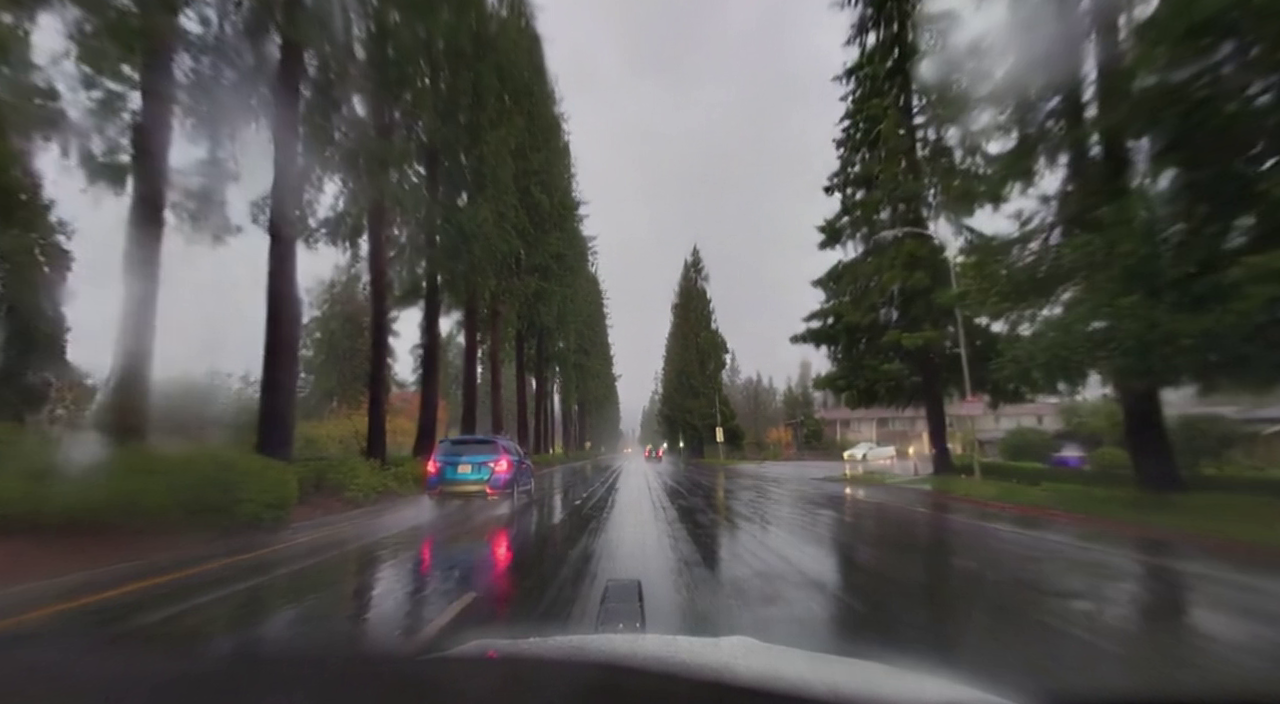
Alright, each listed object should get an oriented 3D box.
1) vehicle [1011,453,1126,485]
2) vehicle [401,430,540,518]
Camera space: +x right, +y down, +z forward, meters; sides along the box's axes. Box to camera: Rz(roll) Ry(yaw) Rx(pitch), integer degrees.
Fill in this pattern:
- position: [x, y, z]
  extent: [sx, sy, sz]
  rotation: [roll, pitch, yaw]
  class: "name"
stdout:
- position: [20.909, 5.706, 30.996]
  extent: [4.145, 1.418, 1.988]
  rotation: [-1, -9, 8]
  class: "vehicle"
- position: [-3.744, 2.777, 14.899]
  extent: [2.078, 1.748, 4.279]
  rotation: [0, -8, 0]
  class: "vehicle"
